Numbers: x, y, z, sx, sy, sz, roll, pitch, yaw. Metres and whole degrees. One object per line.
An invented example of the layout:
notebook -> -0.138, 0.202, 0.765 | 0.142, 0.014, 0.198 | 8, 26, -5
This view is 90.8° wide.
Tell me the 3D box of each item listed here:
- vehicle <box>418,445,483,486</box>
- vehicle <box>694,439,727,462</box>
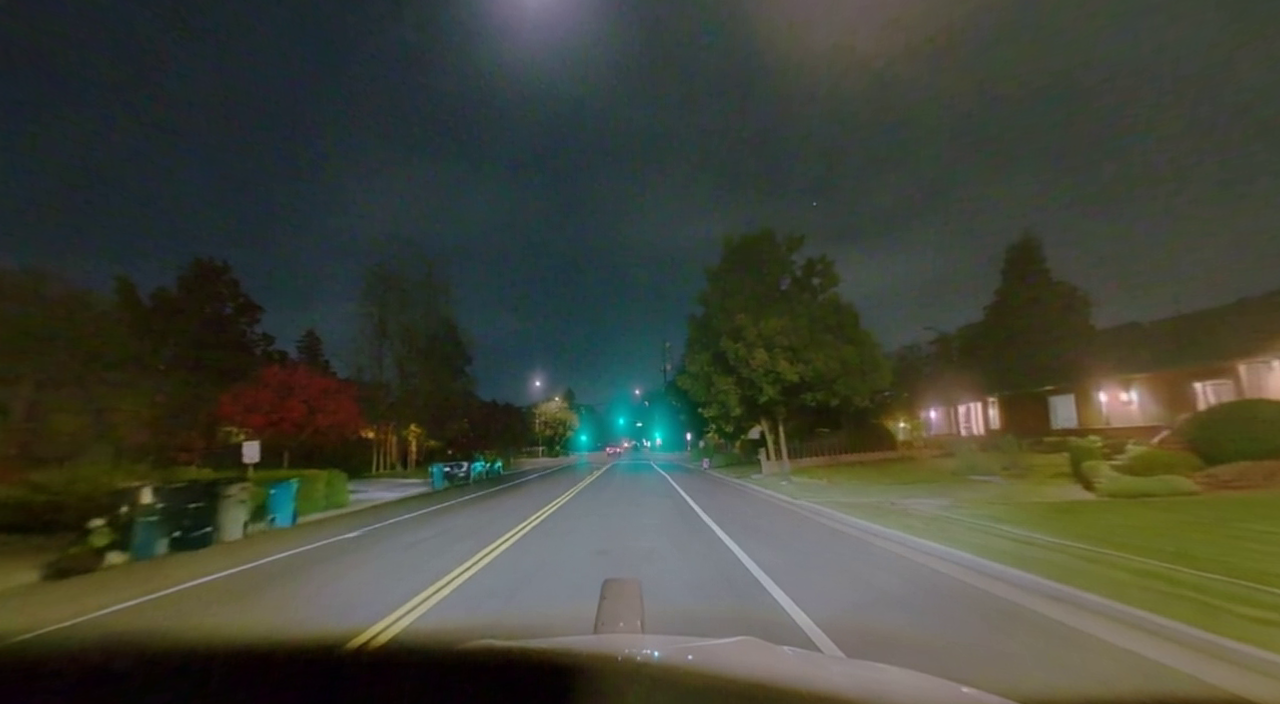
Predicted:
vehicle -> -9.478, 5.675, 31.892 | 1.998, 1.689, 4.384 | -4, -7, -2
vehicle -> 5.493, 7.787, 49.857 | 2.010, 1.694, 4.661 | 0, -8, -1
